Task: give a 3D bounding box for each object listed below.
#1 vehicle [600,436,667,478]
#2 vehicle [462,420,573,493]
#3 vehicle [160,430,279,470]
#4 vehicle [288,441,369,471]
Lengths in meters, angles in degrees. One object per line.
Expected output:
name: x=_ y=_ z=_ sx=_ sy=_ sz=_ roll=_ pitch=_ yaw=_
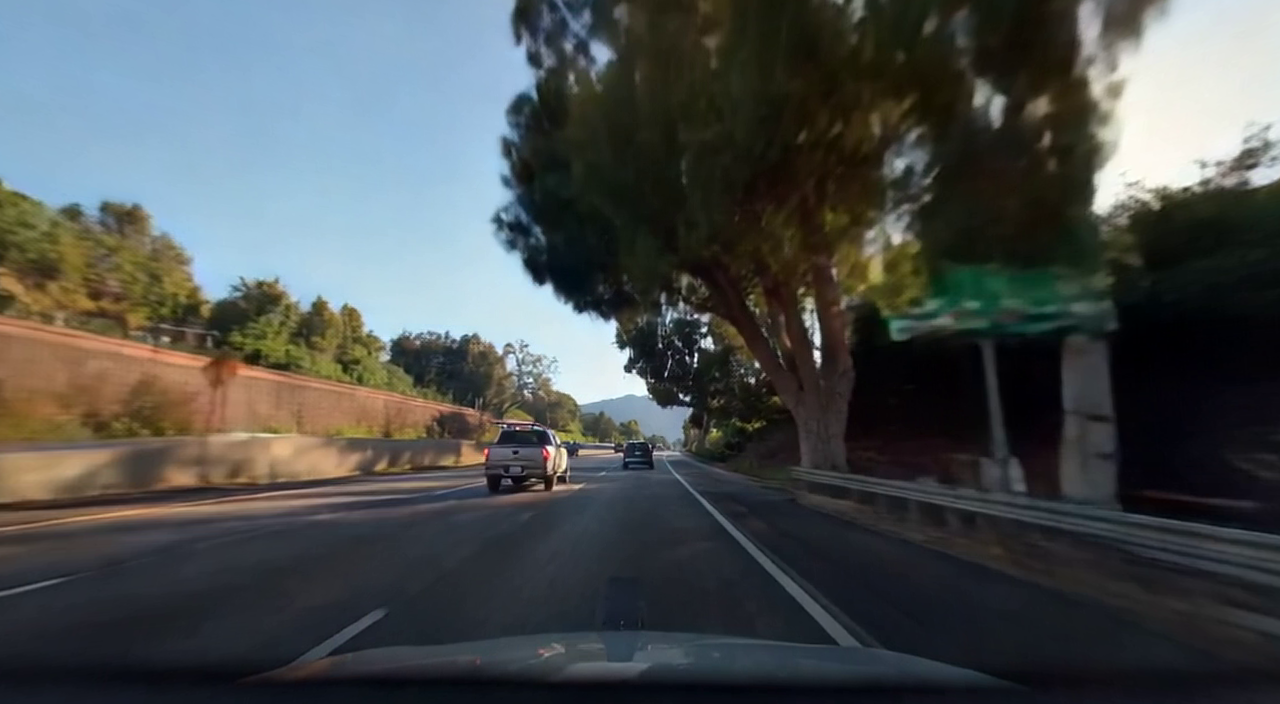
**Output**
vehicle: x=-0.184 y=4.650 z=28.150 sx=2.715 sy=1.669 sz=5.163 roll=0 pitch=-9 yaw=1
vehicle: x=-3.578 y=3.177 z=19.496 sx=2.250 sy=1.947 sz=4.860 roll=0 pitch=-9 yaw=2
vehicle: x=-21.083 y=4.959 z=31.948 sx=2.111 sy=1.825 sz=5.567 roll=0 pitch=-9 yaw=1
vehicle: x=-17.176 y=5.765 z=34.999 sx=1.910 sy=1.517 sz=4.666 roll=0 pitch=-9 yaw=2
